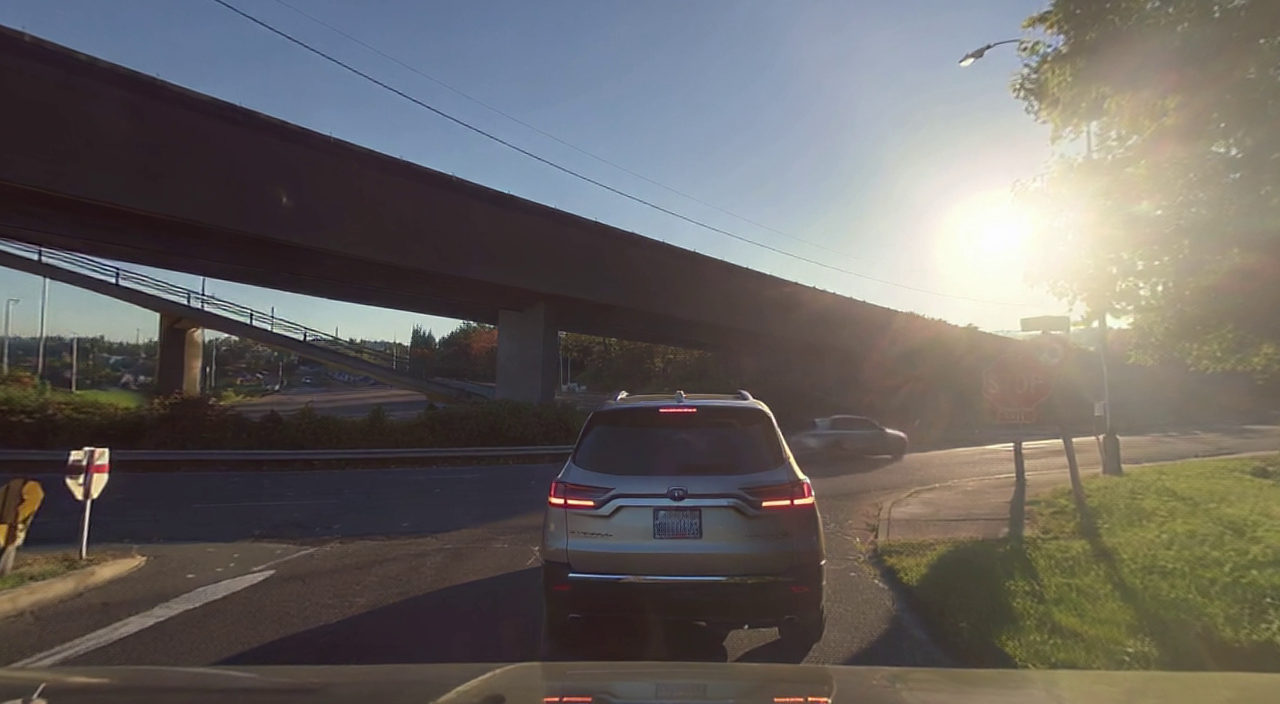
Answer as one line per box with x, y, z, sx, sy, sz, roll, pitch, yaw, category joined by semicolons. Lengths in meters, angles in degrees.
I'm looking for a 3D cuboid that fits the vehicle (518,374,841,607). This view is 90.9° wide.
0.312;1.399;7.142;2.494;1.804;4.336;0;-9;0;vehicle
